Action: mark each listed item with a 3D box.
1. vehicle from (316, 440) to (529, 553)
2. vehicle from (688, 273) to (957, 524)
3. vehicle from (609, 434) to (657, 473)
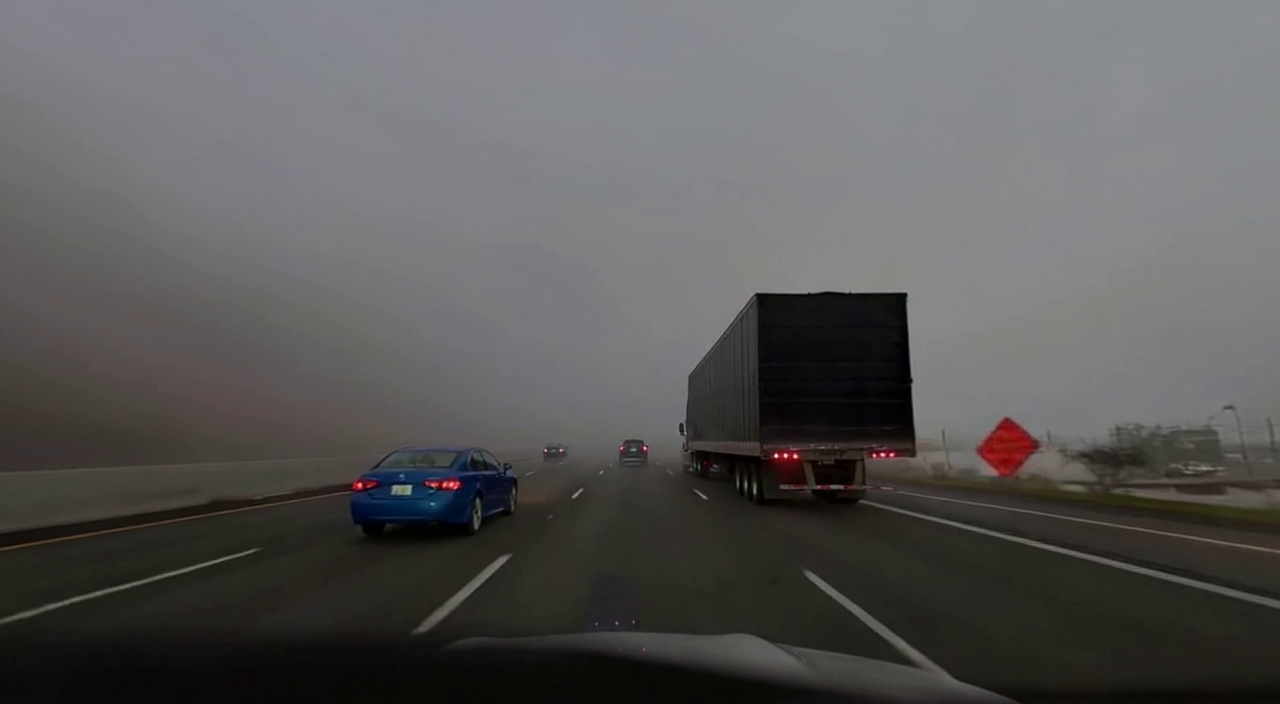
[{"bbox_3d":[-3.157,2.190,10.329,1.864,1.406,4.544,0,-9,0],"label":"vehicle"},{"bbox_3d":[3.480,1.862,17.776,2.876,4.086,15.117,0,-9,-1],"label":"vehicle"},{"bbox_3d":[-0.353,5.027,31.411,2.203,1.805,4.358,0,-9,-1],"label":"vehicle"}]
